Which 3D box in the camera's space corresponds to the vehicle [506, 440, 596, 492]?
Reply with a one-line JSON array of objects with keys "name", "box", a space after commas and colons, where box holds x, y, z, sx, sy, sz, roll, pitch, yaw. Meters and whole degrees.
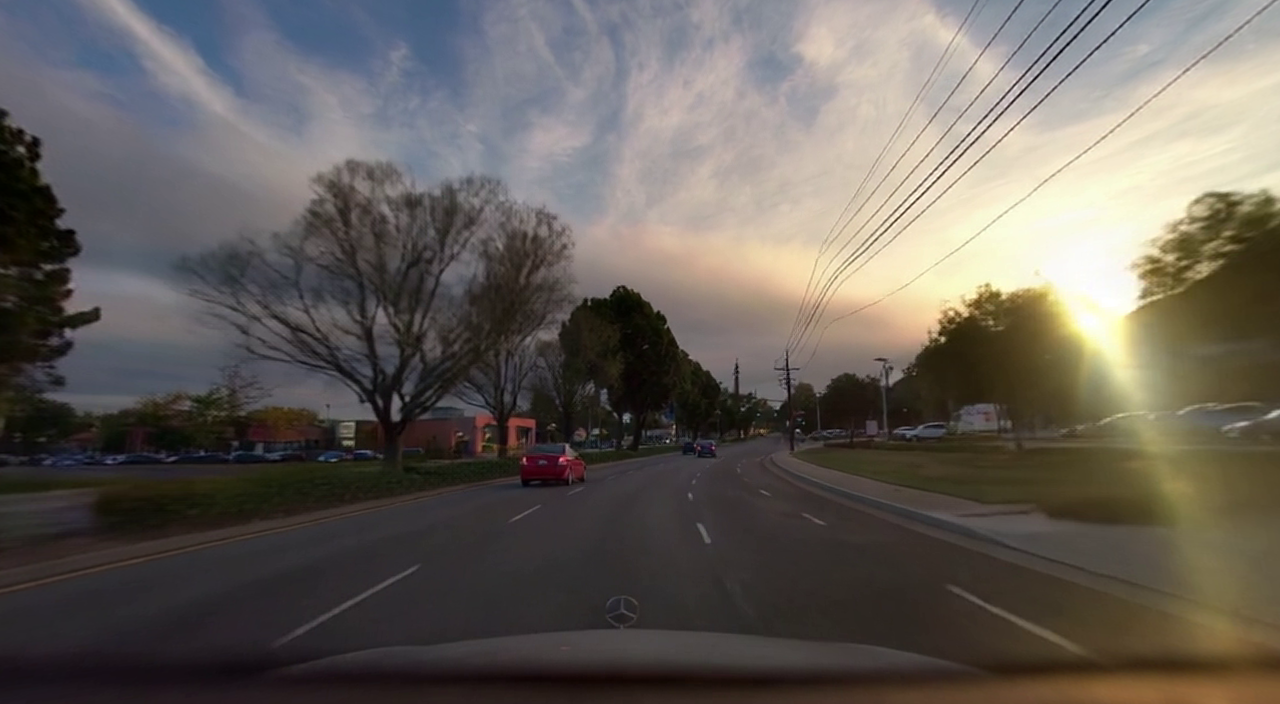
[{"name": "vehicle", "box": [-2.772, 3.692, 20.850, 1.928, 1.488, 4.635, -1, -8, 5]}]
